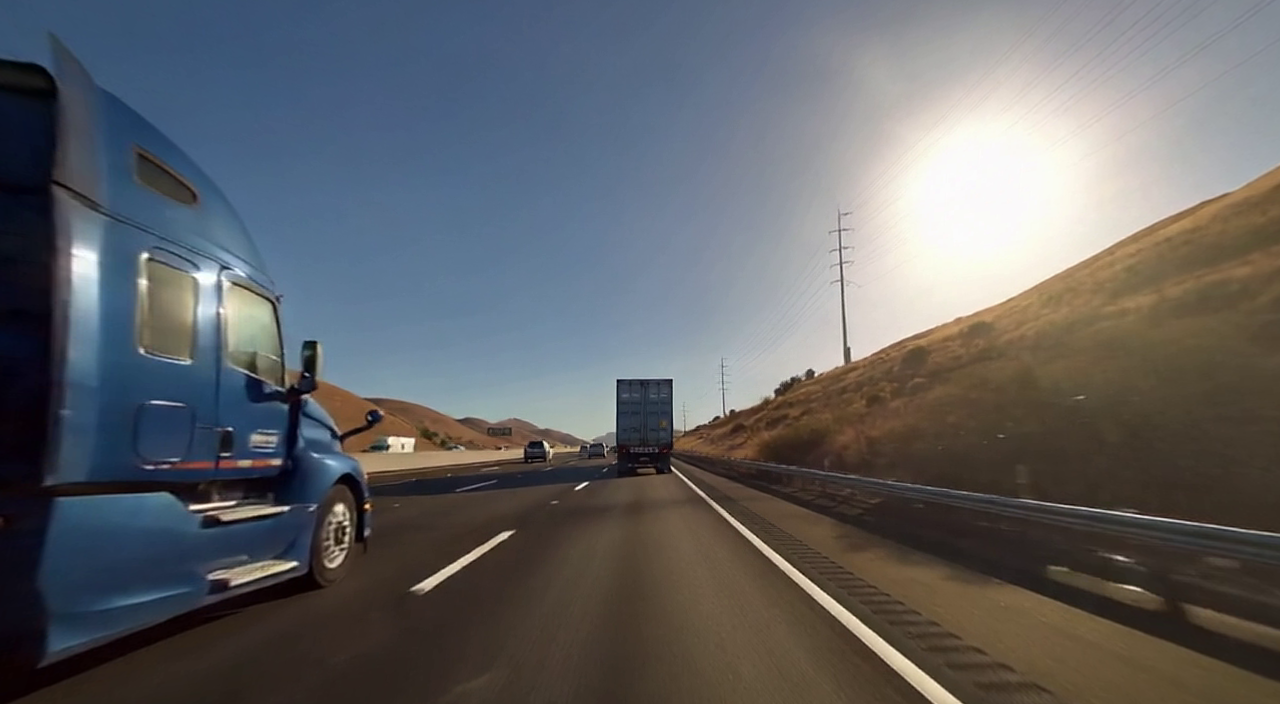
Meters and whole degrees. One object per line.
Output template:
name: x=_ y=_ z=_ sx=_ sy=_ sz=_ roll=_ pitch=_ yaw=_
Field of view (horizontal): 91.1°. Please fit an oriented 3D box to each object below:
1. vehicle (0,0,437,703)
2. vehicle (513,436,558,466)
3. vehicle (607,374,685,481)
vehicle: x=-4.040 y=-0.388 z=1.886 sx=3.314 sy=4.224 sz=9.816 roll=0 pitch=-9 yaw=1
vehicle: x=-7.062 y=6.739 z=42.928 sx=2.214 sy=1.899 sz=4.719 roll=0 pitch=-9 yaw=1
vehicle: x=0.203 y=3.769 z=30.141 sx=3.006 sy=4.120 sz=11.586 roll=0 pitch=-9 yaw=0
